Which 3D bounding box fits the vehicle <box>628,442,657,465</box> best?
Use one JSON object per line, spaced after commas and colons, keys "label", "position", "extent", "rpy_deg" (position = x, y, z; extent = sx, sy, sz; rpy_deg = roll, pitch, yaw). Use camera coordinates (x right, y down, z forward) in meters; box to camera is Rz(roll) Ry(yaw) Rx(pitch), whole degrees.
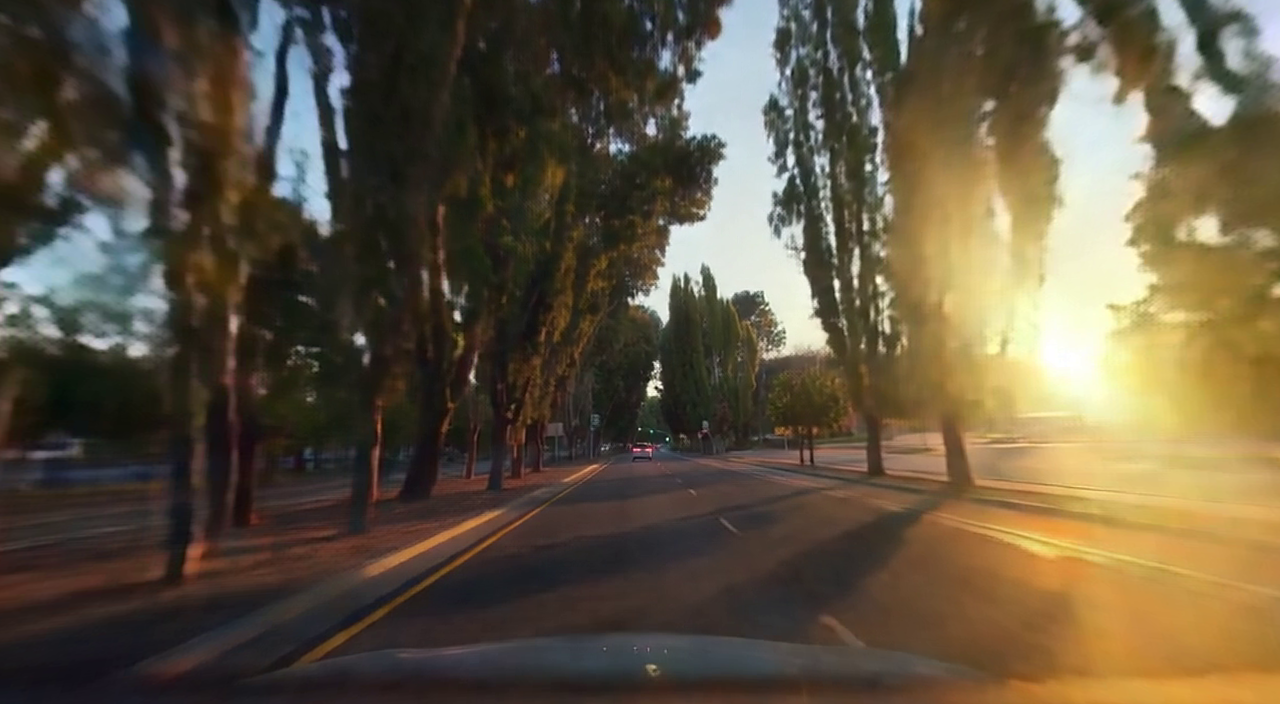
{"label": "vehicle", "position": [0.172, 7.619, 47.636], "extent": [2.048, 1.584, 4.393], "rpy_deg": [0, -8, 0]}
